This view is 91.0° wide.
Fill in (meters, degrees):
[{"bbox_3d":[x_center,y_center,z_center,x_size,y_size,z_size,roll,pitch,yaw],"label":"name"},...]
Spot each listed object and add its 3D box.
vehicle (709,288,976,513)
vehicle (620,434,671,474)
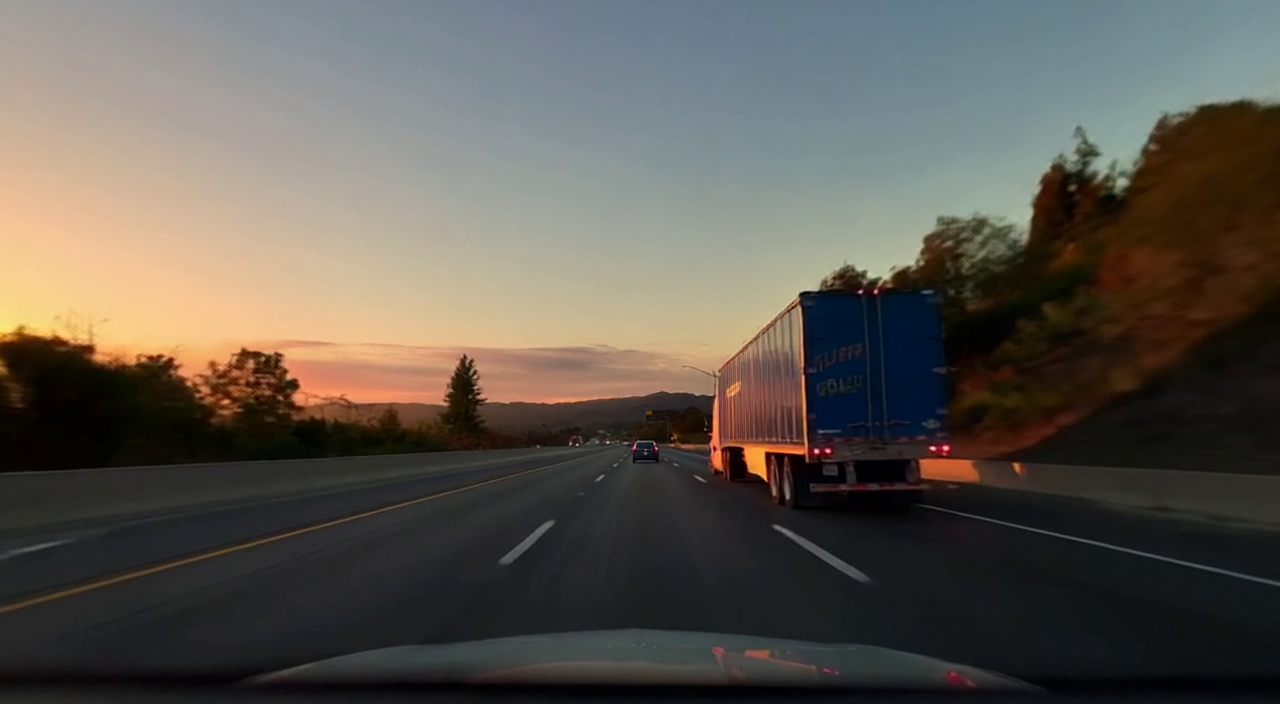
[{"bbox_3d":[4.499,1.924,19.114,2.936,4.125,15.204,0,-8,-1],"label":"vehicle"},{"bbox_3d":[0.244,4.522,28.129,2.111,1.635,4.177,0,-8,1],"label":"vehicle"}]
